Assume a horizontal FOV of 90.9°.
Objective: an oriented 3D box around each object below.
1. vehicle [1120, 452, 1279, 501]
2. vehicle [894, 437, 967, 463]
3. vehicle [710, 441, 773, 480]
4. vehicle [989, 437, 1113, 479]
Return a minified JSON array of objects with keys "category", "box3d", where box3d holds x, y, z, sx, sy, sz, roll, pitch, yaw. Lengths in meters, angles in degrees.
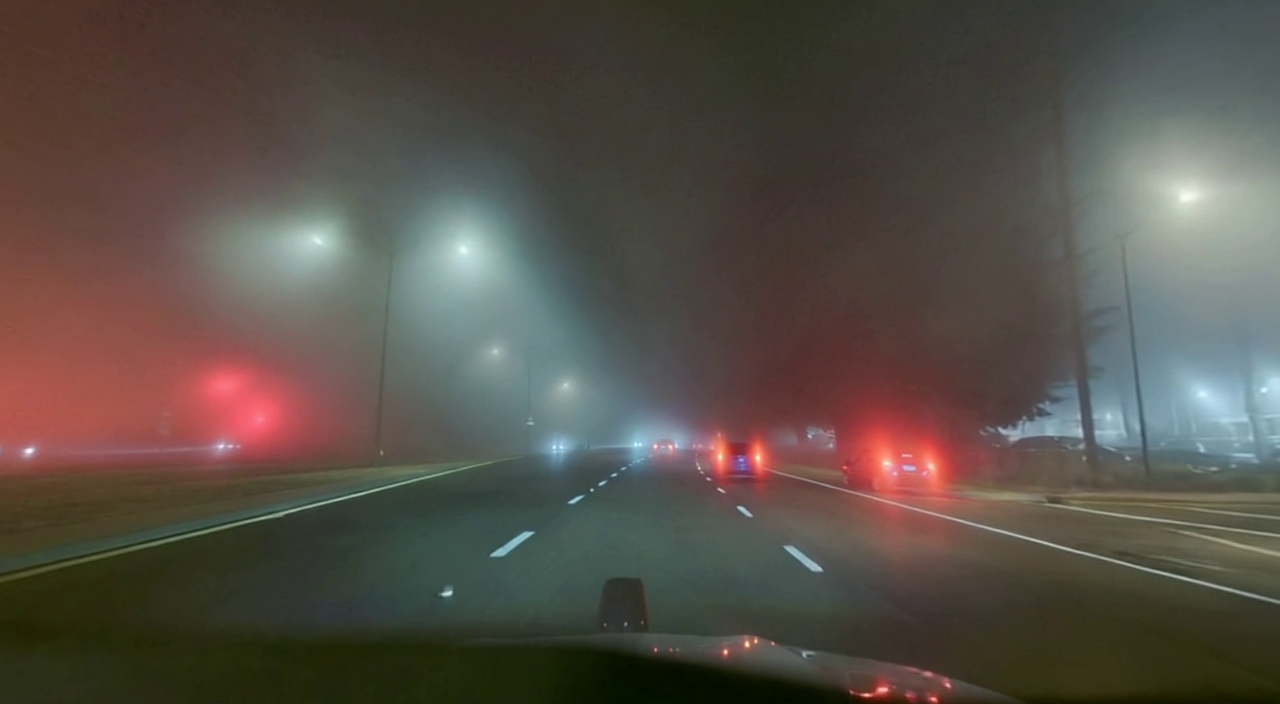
[{"category":"vehicle","box3d":[19.229,4.154,21.460,1.696,1.398,4.190,3,-9,-21]},{"category":"vehicle","box3d":[21.283,7.179,46.239,4.480,1.754,1.956,1,-8,-14]},{"category":"vehicle","box3d":[4.216,4.560,26.914,1.981,1.499,4.536,0,-8,1]},{"category":"vehicle","box3d":[21.734,5.578,33.393,5.456,1.919,2.222,1,-8,-15]}]
